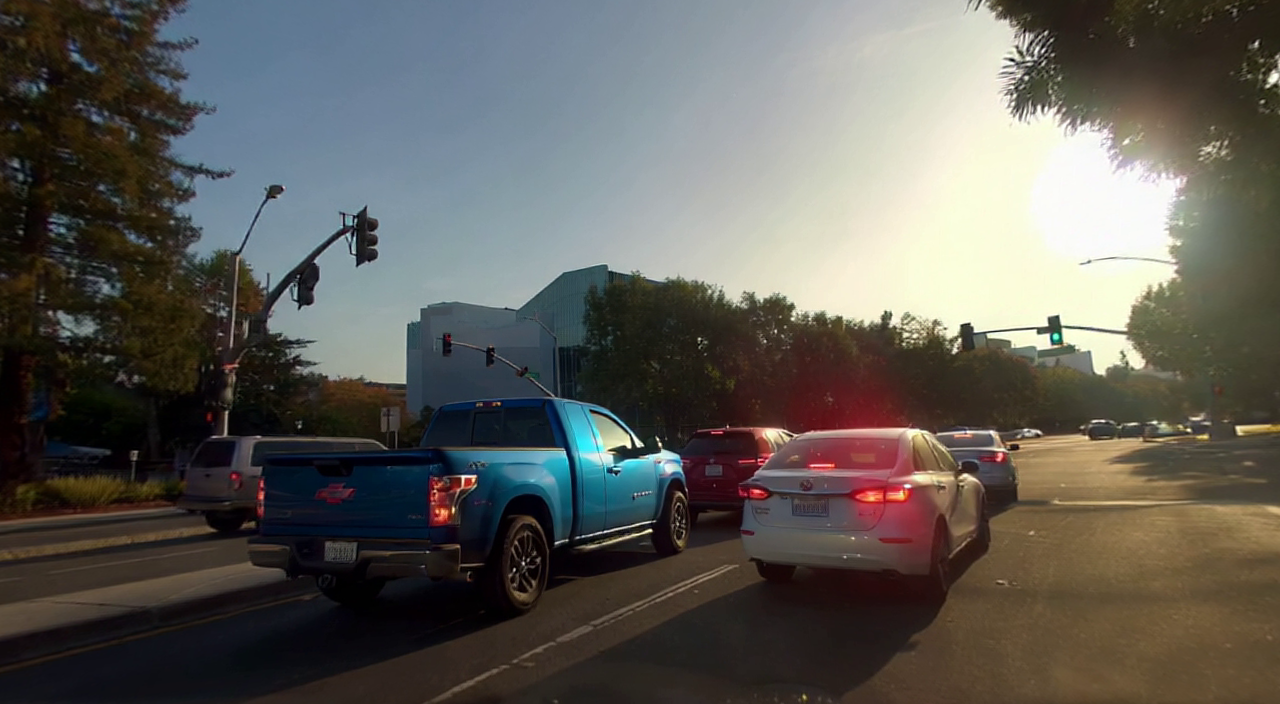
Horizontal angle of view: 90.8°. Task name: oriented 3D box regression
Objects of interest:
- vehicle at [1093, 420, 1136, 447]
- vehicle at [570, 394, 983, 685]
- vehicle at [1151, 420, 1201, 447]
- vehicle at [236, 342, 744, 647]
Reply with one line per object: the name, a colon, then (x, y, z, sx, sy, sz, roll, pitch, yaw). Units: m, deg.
vehicle: (32.793, 5.678, 43.726, 2.160, 1.790, 4.303, -6, -10, 35)
vehicle: (1.715, 1.379, 5.987, 2.027, 1.549, 4.801, -6, -10, 35)
vehicle: (35.764, 5.488, 42.193, 2.183, 1.714, 4.491, -6, -11, 37)
vehicle: (-0.869, 1.401, 7.471, 2.272, 2.016, 6.146, -4, -10, 27)
